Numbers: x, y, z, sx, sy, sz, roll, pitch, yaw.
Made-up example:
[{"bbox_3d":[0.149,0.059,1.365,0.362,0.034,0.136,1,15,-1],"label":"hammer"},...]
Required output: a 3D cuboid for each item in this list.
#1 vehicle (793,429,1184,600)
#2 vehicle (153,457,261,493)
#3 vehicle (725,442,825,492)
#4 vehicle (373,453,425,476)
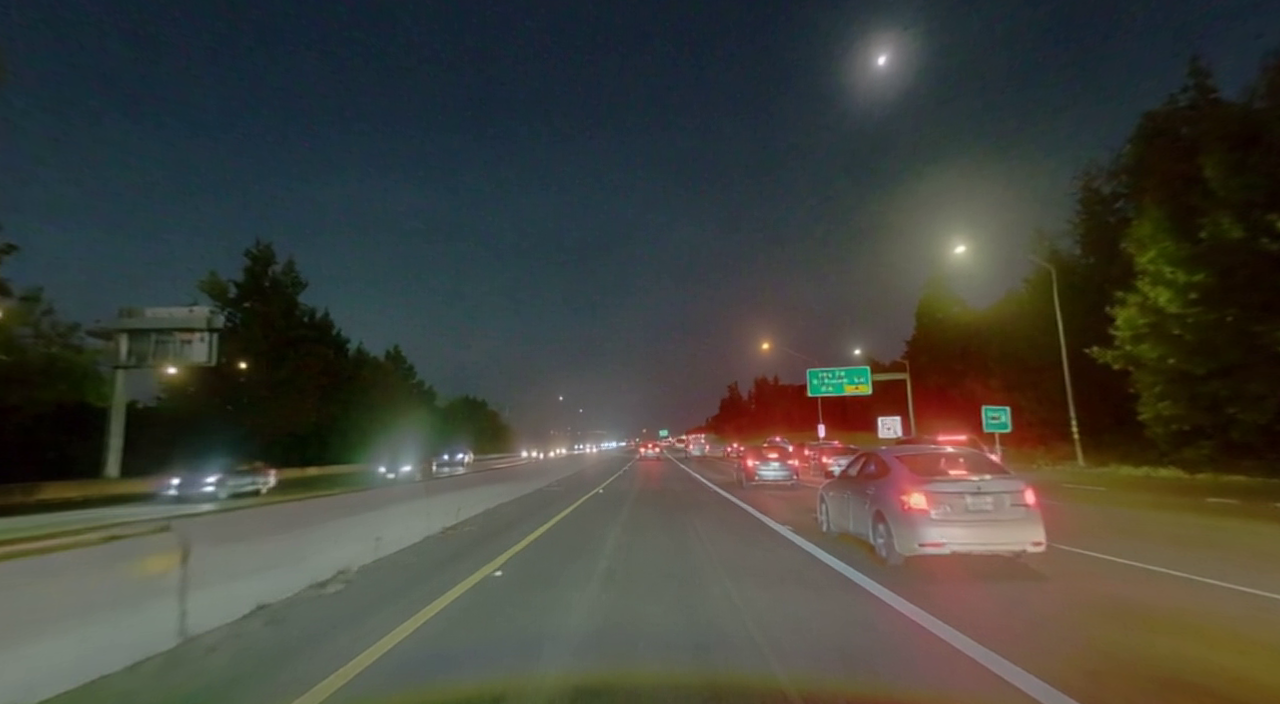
[{"bbox_3d":[3.619,1.768,7.901,2.198,1.467,4.675,0,-8,-1],"label":"vehicle"},{"bbox_3d":[-20.380,5.794,29.941,1.849,1.463,4.477,0,-8,2],"label":"vehicle"},{"bbox_3d":[4.342,3.792,21.303,2.223,1.483,5.075,0,-8,-1],"label":"vehicle"},{"bbox_3d":[-16.617,7.746,43.704,1.839,1.442,4.392,0,-8,0],"label":"vehicle"}]
